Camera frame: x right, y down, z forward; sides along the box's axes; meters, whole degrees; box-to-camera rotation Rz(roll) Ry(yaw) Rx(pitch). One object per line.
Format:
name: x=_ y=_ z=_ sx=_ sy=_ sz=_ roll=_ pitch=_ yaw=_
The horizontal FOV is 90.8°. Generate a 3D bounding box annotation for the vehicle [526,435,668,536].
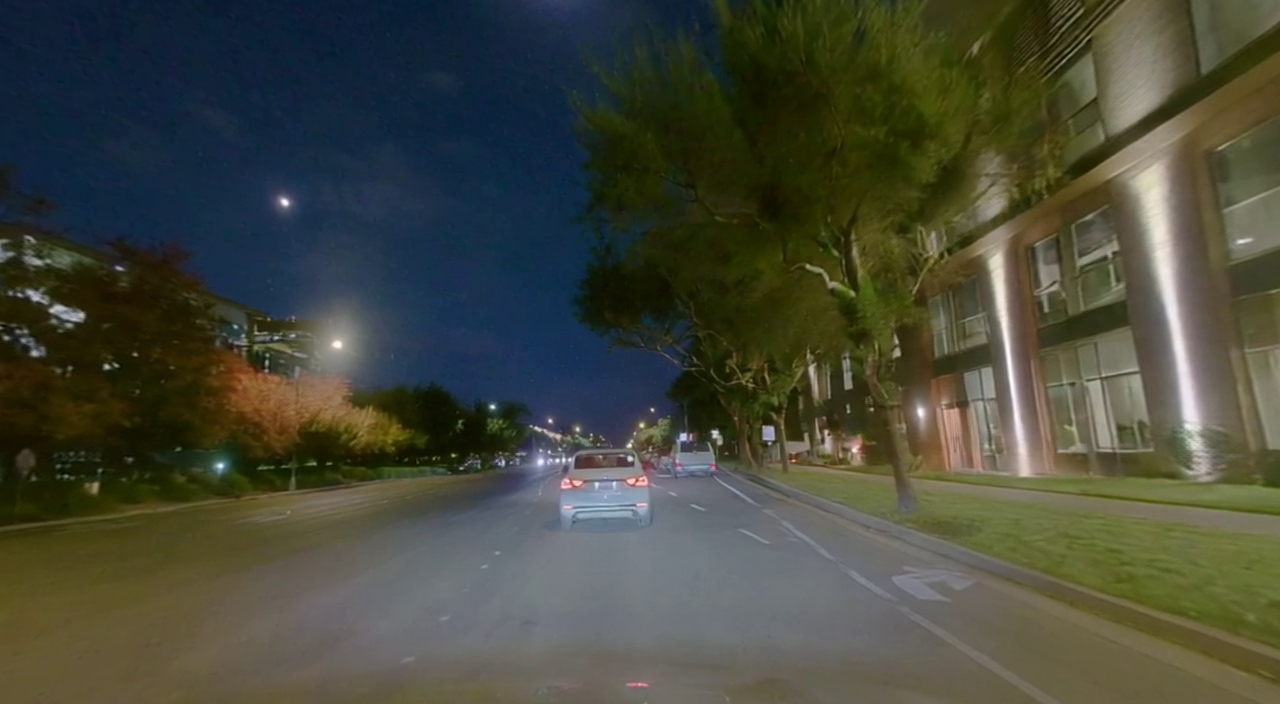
vehicle: x=-0.760 y=2.335 z=11.745 sx=2.116 sy=1.479 sz=4.358 roll=0 pitch=-8 yaw=-3

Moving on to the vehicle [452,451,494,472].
vehicle: x=-12.783 y=8.405 z=48.592 sx=1.962 sy=1.472 sz=4.387 roll=-1 pitch=-8 yaw=2

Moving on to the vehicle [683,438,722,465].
vehicle: x=3.646 y=5.903 z=37.619 sx=1.972 sy=1.484 sz=3.974 roll=0 pitch=-8 yaw=1
